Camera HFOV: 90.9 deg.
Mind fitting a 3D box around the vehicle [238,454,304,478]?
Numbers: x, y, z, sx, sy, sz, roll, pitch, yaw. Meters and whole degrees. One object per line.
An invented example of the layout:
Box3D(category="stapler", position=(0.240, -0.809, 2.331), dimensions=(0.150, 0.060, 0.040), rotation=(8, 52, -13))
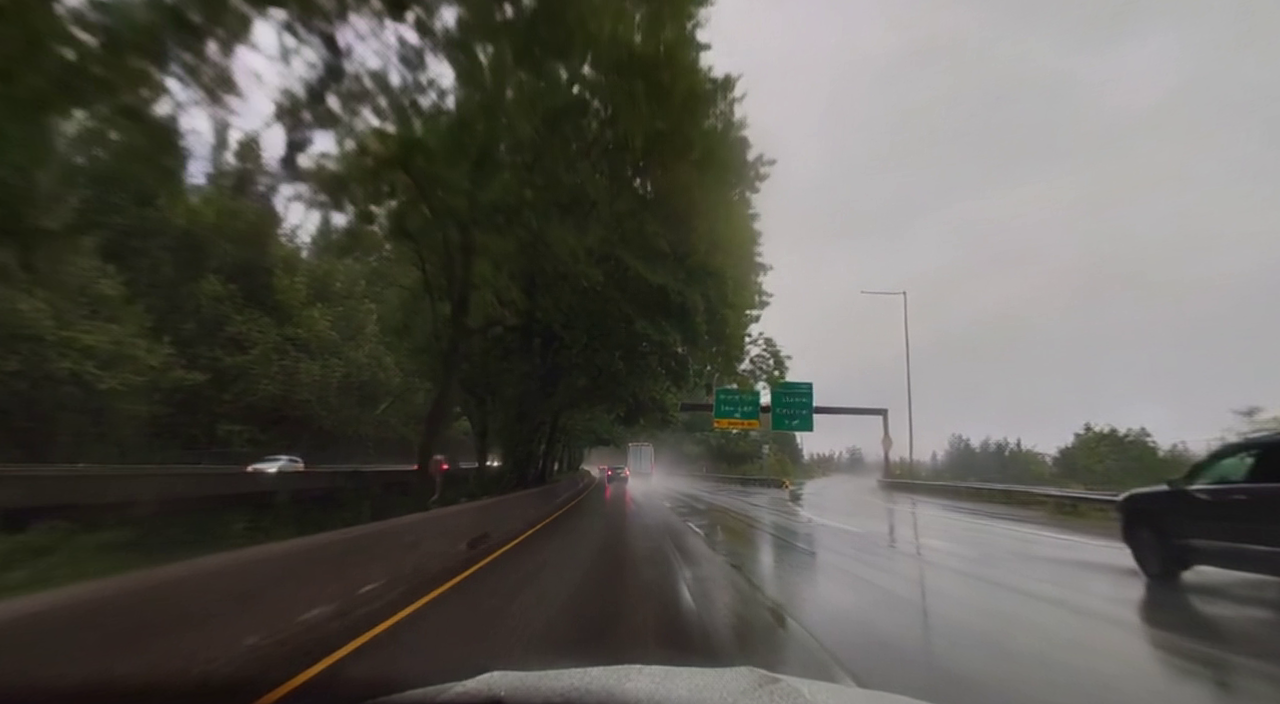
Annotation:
Box3D(category="vehicle", position=(-24.724, 7.672, 42.404), dimensions=(1.860, 1.461, 4.438), rotation=(2, -10, -2))

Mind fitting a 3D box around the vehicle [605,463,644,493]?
Box3D(category="vehicle", position=(-0.843, 6.781, 34.060), dimensions=(1.987, 1.467, 3.903), rotation=(1, -10, -2))

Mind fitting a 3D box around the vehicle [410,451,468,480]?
Box3D(category="vehicle", position=(-12.082, 6.886, 38.138), dimensions=(1.952, 1.618, 4.859), rotation=(1, -10, -1))

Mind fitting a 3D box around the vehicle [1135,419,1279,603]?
Box3D(category="vehicle", position=(7.244, 1.472, 5.637), dimensions=(1.998, 1.776, 4.663), rotation=(0, -11, 4))
